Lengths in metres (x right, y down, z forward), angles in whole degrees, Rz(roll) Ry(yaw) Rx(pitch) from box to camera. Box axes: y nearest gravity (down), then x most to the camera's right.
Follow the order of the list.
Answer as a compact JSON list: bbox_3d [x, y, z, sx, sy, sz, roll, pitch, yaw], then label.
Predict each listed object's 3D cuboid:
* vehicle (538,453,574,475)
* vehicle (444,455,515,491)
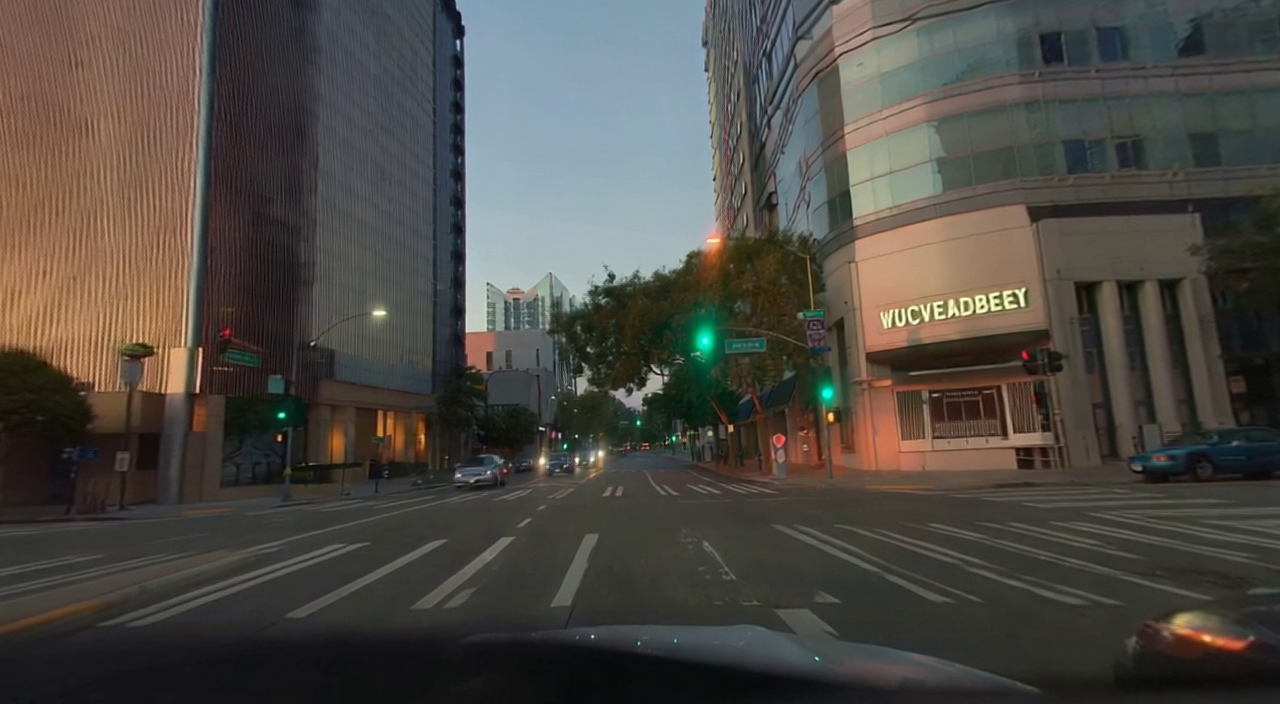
[{"bbox_3d":[-6.175,8.275,46.791,1.897,1.537,3.770,-1,-9,3],"label":"vehicle"},{"bbox_3d":[-7.155,5.419,28.565,1.893,1.451,4.276,-1,-9,3],"label":"vehicle"}]
